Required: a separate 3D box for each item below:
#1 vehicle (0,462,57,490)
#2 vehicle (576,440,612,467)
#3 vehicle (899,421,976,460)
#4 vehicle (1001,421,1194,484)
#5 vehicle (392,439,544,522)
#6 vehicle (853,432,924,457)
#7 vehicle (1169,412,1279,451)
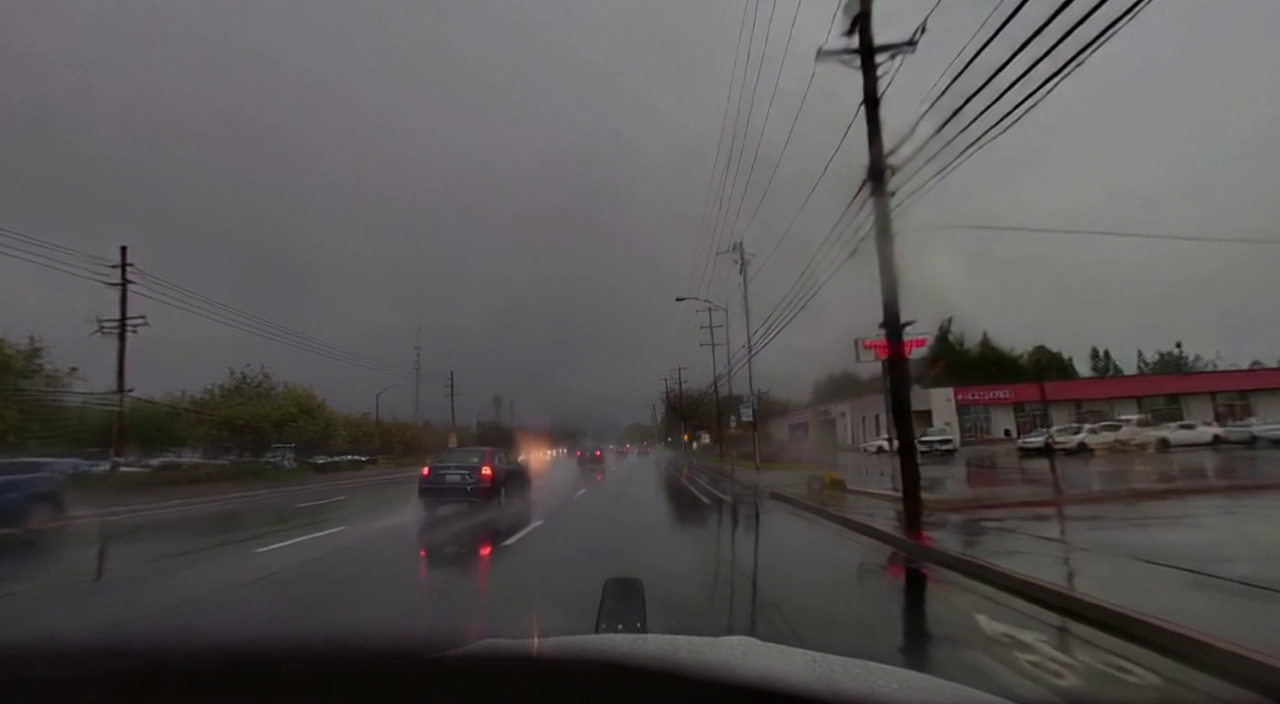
[{"bbox_3d":[-40.342,7.826,39.818,4.560,1.649,2.040,1,-9,-7],"label":"vehicle"},{"bbox_3d":[-3.149,7.021,43.664,2.087,1.736,4.311,0,-9,1],"label":"vehicle"},{"bbox_3d":[16.857,4.998,35.562,4.319,1.812,2.020,2,-10,-38],"label":"vehicle"},{"bbox_3d":[12.294,2.779,17.420,1.938,1.495,4.639,0,-9,2],"label":"vehicle"},{"bbox_3d":[-3.471,2.692,13.741,1.942,1.469,4.426,0,-9,2],"label":"vehicle"},{"bbox_3d":[16.716,6.228,42.284,4.497,1.548,1.997,6,-10,-30],"label":"vehicle"},{"bbox_3d":[28.780,3.932,30.649,1.985,1.739,4.397,1,-9,-4],"label":"vehicle"}]
